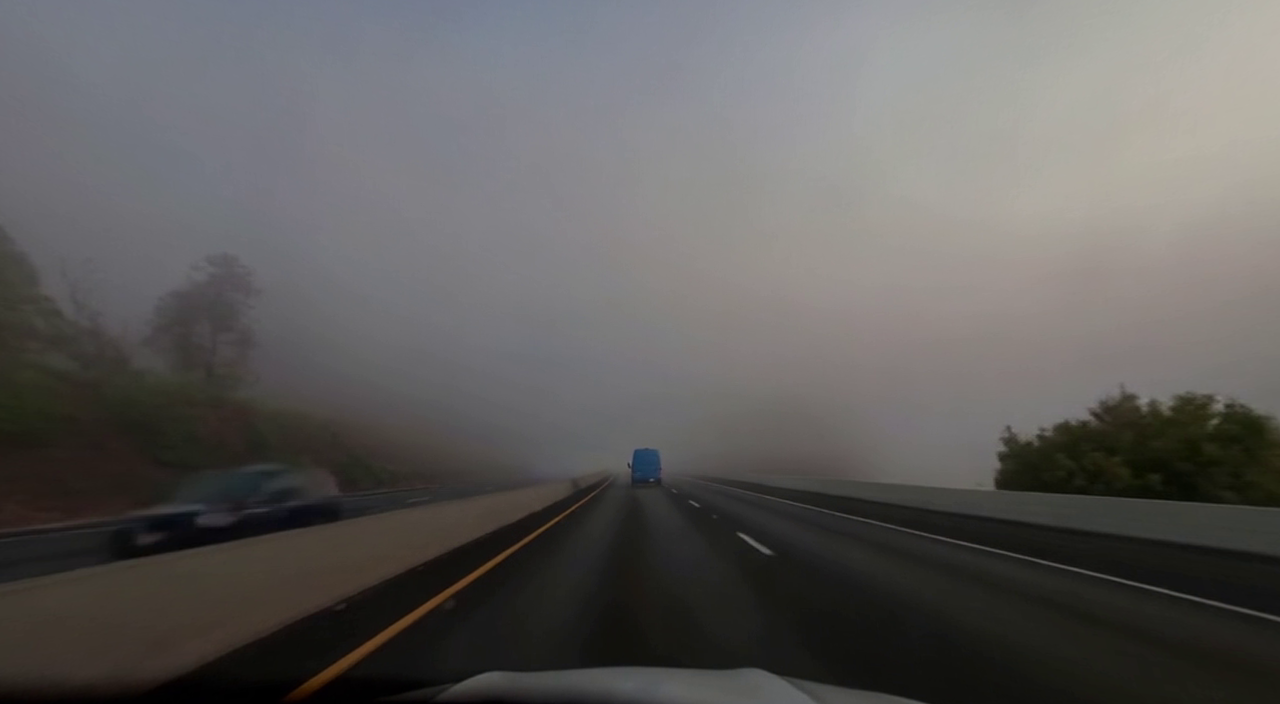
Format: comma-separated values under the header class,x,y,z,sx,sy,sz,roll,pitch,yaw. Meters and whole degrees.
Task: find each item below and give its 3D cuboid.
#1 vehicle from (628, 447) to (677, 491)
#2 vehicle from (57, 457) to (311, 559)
class,x,y,z,sx,sy,sz,roll,pitch,yaw
vehicle,0.608,6.408,34.508,2.429,2.167,4.558,1,-11,-2
vehicle,-8.172,2.812,11.868,1.856,1.540,3.882,1,-11,-1
